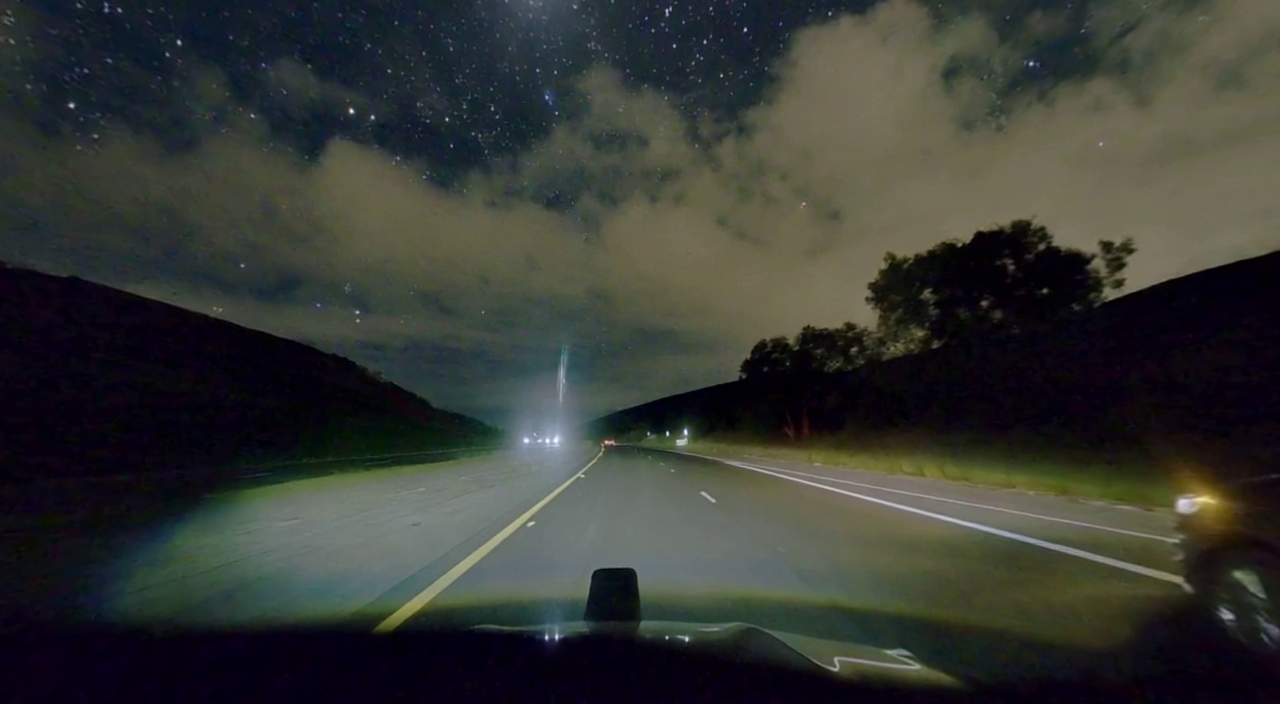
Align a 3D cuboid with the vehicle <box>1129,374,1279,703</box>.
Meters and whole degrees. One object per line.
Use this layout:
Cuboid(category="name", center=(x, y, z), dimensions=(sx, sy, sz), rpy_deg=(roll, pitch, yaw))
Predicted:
Cuboid(category="vehicle", center=(3.432, 0.652, 0.935), dimensions=(2.052, 1.545, 4.124), rpy_deg=(0, -8, 0))
